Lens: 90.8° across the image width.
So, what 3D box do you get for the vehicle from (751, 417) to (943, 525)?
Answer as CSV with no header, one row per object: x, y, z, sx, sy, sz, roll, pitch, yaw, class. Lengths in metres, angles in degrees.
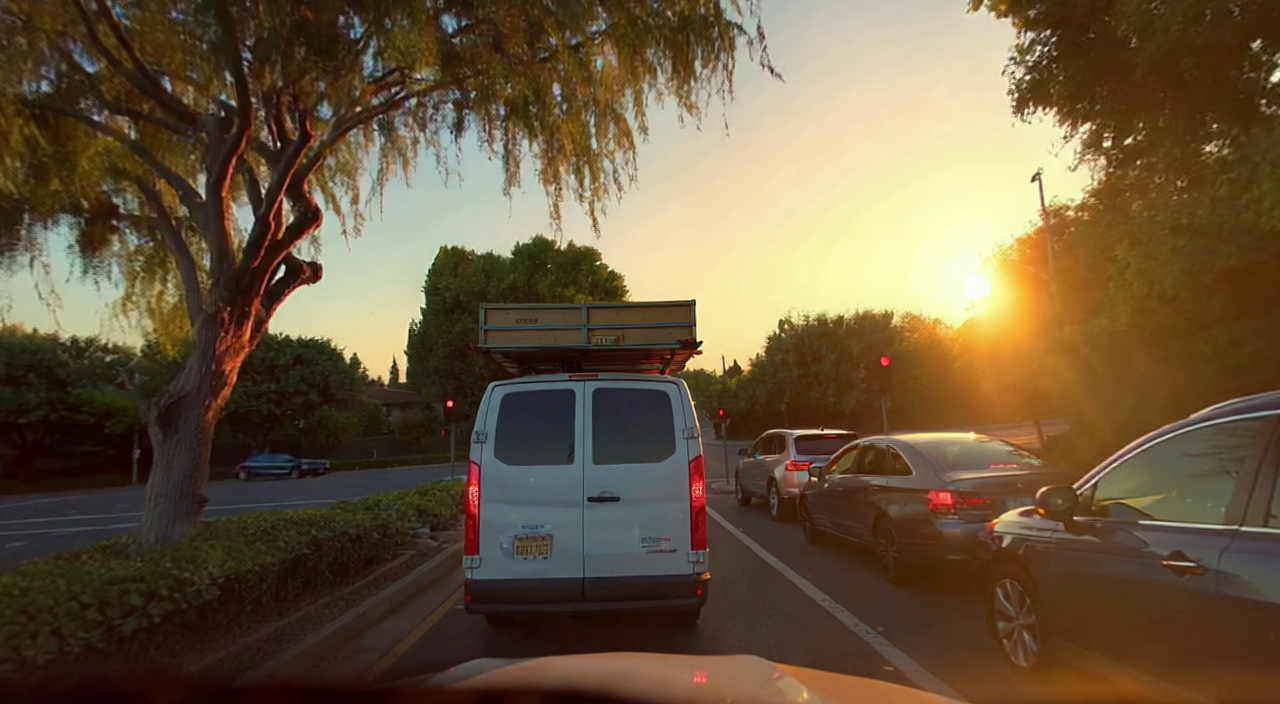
3.687,2.213,12.262,2.024,1.692,4.252,1,-9,-4,vehicle

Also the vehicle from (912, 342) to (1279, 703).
3.464,0.943,3.410,1.965,1.671,4.146,0,-9,-3,vehicle

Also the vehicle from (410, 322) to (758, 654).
-0.357,1.154,6.188,2.145,2.089,4.309,0,-9,0,vehicle

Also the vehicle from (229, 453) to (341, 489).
-17.413,5.843,31.234,4.501,1.613,1.852,3,-9,-20,vehicle
